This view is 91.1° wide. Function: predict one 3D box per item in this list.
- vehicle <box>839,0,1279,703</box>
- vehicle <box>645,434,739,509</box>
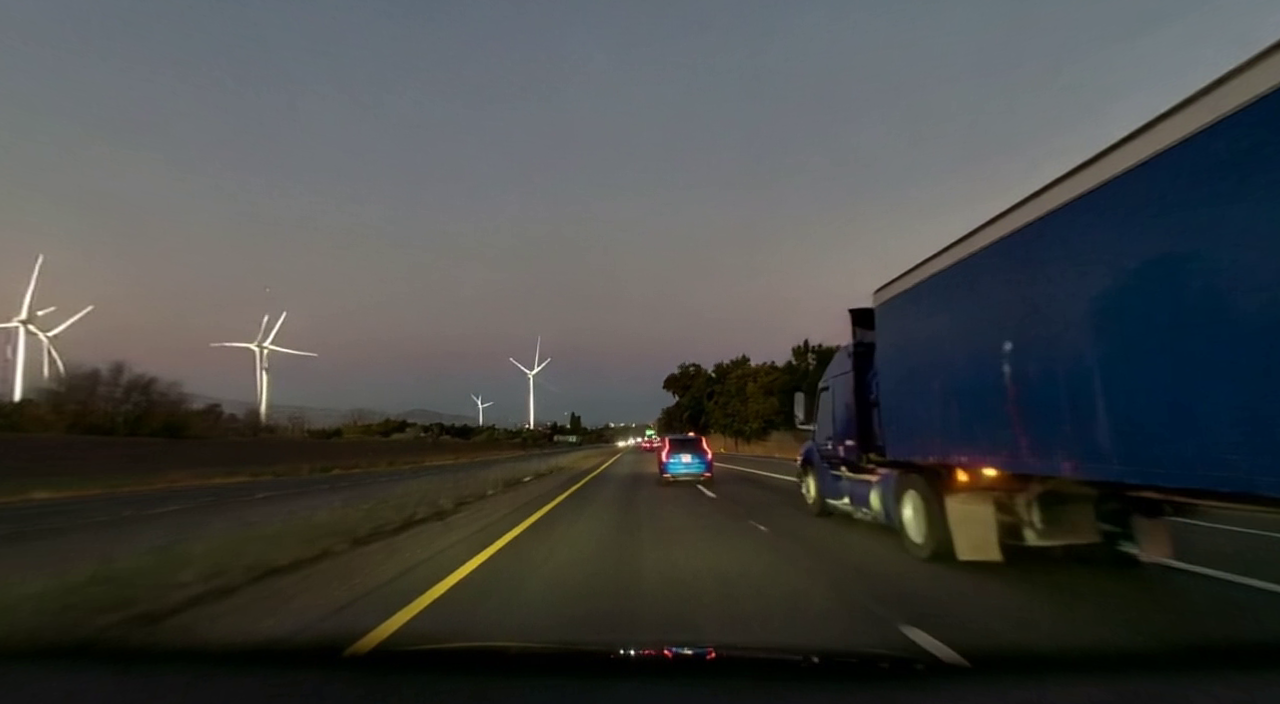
[{"bbox_3d":[4.881,-0.343,2.356,3.129,4.126,14.913,0,-8,-1],"label":"vehicle"},{"bbox_3d":[1.152,2.911,15.988,2.038,1.624,4.312,0,-8,0],"label":"vehicle"}]
